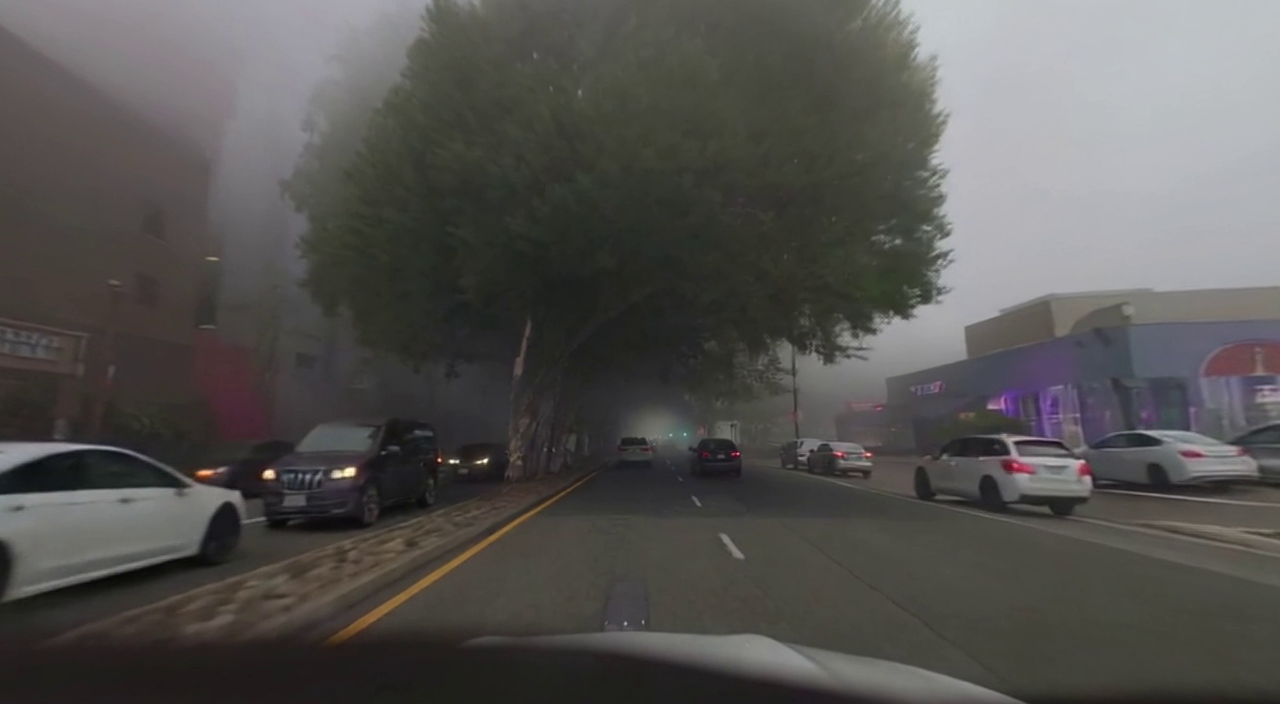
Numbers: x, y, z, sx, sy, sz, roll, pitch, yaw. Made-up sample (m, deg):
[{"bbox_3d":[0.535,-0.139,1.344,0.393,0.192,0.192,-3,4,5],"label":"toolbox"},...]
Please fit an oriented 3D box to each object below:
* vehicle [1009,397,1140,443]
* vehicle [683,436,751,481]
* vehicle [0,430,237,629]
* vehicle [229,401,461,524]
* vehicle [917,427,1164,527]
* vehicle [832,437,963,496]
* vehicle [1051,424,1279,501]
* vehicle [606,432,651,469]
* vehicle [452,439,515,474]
[{"bbox_3d":[15.819,2.588,23.292,1.793,1.505,4.557,-1,-8,4],"label":"vehicle"},{"bbox_3d":[2.761,3.923,23.503,2.046,1.540,3.883,0,-8,0],"label":"vehicle"},{"bbox_3d":[-5.713,1.374,5.087,1.835,1.476,4.533,1,-8,1],"label":"vehicle"},{"bbox_3d":[-5.547,2.124,12.869,2.240,1.945,5.114,-1,-7,0],"label":"vehicle"},{"bbox_3d":[7.508,2.349,12.539,1.914,1.587,4.548,0,-8,0],"label":"vehicle"},{"bbox_3d":[7.326,3.269,18.547,1.831,1.475,4.924,-1,-8,1],"label":"vehicle"},{"bbox_3d":[12.332,2.540,15.040,2.058,1.493,4.612,-2,-8,3],"label":"vehicle"},{"bbox_3d":[-0.545,5.322,34.104,2.301,1.837,4.411,0,-8,1],"label":"vehicle"},{"bbox_3d":[-8.336,5.588,33.981,2.097,1.707,4.506,0,-8,1],"label":"vehicle"}]
